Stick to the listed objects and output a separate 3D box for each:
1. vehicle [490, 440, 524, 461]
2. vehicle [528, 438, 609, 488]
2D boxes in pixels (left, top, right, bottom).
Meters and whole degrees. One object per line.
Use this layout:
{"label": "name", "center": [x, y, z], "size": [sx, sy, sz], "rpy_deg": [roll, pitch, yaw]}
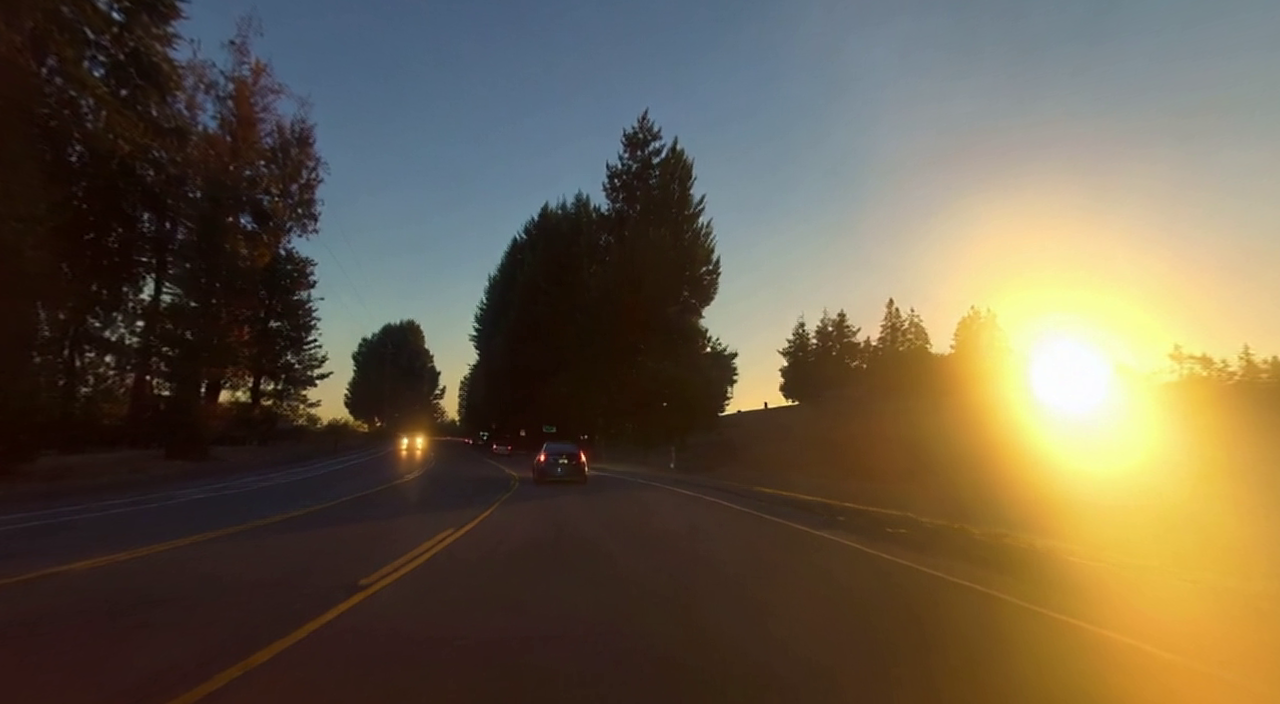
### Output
{"label": "vehicle", "center": [-10.326, 7.582, 48.590], "size": [2.080, 1.530, 3.719], "rpy_deg": [3, -9, -19]}
{"label": "vehicle", "center": [-2.531, 3.711, 21.330], "size": [2.296, 1.510, 4.068], "rpy_deg": [2, -9, -12]}
